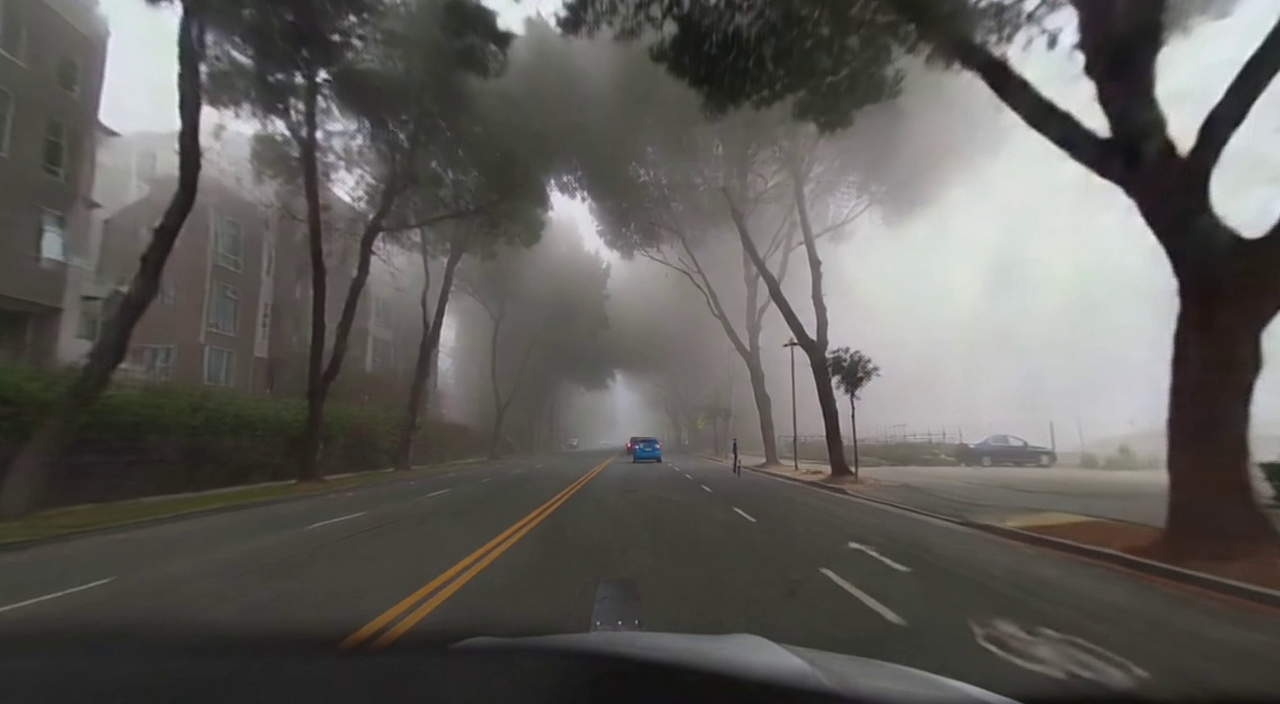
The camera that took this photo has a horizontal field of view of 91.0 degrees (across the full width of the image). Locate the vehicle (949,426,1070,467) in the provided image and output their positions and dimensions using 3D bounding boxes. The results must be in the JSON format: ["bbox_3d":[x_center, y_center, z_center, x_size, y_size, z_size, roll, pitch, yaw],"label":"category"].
[{"bbox_3d":[17.197,4.415,29.496,4.237,1.819,2.245,0,-9,0],"label":"vehicle"}]

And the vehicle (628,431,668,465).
[{"bbox_3d":[0.373,5.069,33.317,1.981,1.703,3.691,0,-8,0],"label":"vehicle"}]
